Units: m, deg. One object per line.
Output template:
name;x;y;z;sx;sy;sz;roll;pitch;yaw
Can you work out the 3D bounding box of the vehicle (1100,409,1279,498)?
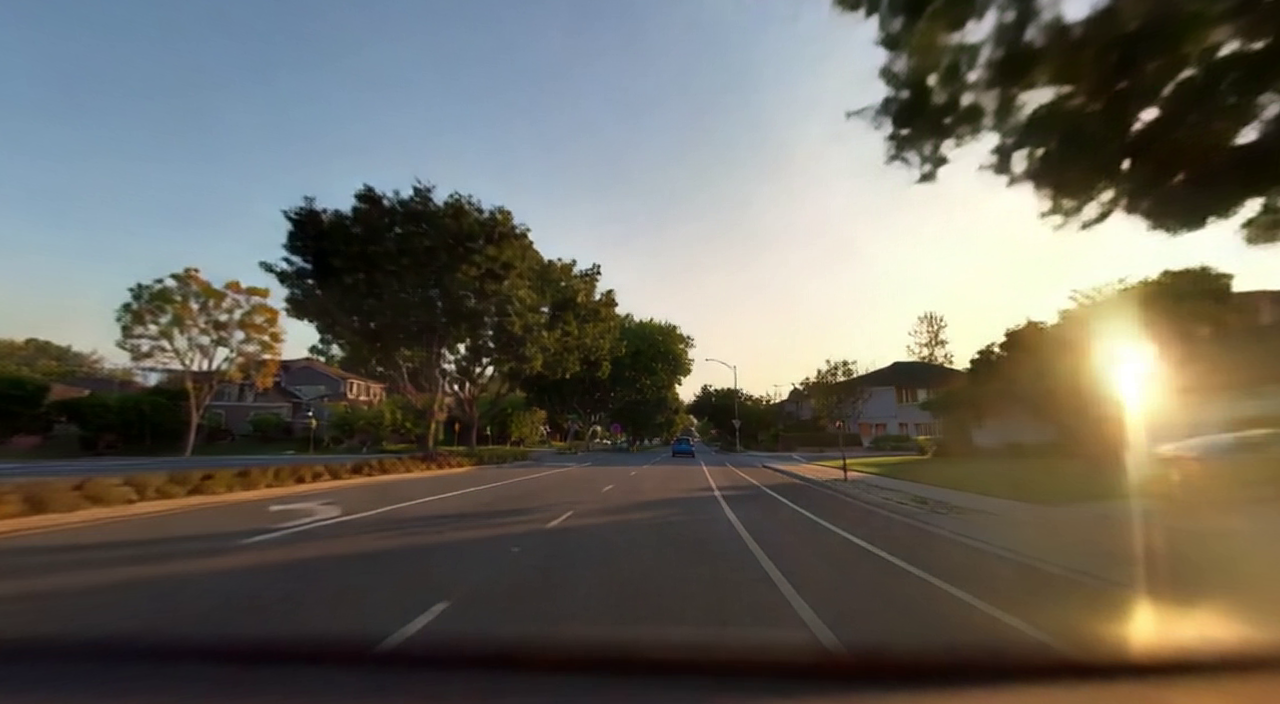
vehicle;11.785;1.899;11.930;4.544;1.535;1.921;-1;-8;4
